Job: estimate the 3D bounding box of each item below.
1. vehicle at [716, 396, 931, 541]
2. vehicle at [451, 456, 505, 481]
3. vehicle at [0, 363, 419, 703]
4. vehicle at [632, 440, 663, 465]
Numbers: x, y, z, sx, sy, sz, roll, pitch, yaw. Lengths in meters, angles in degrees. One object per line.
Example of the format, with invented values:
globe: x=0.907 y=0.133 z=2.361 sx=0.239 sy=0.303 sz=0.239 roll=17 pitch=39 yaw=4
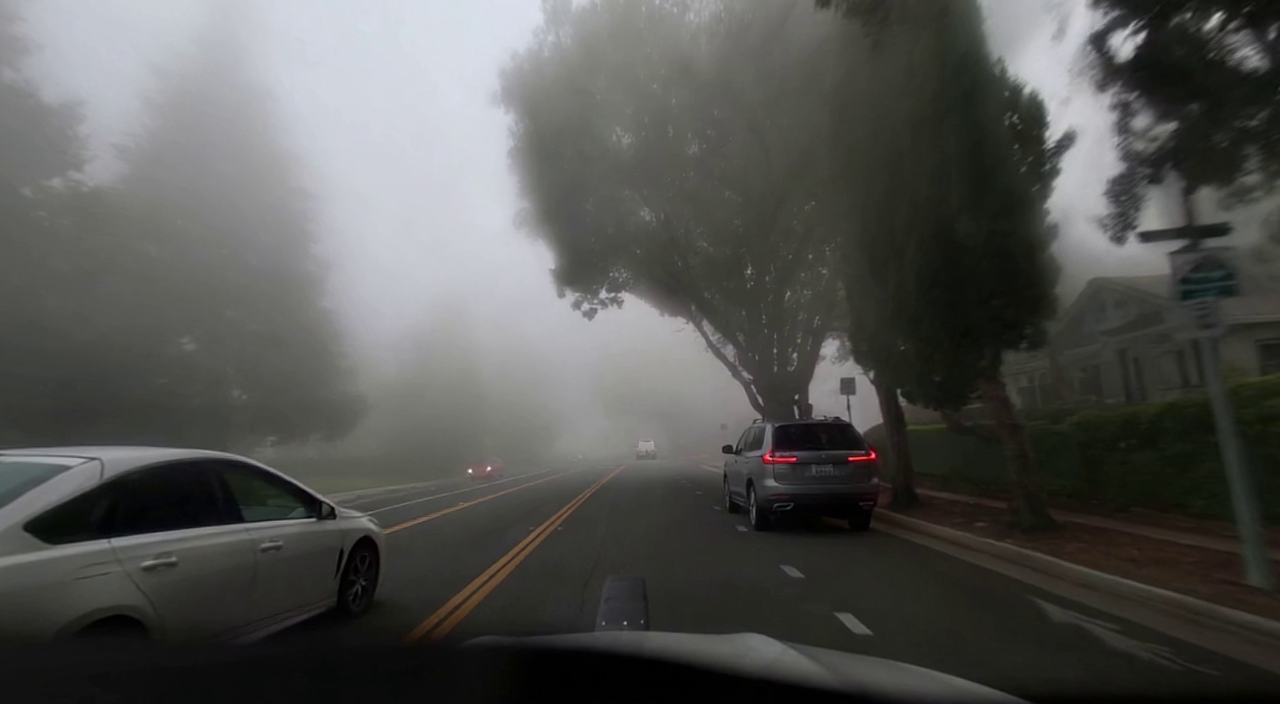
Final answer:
vehicle: x=2.987 y=2.100 z=11.950 sx=2.338 sy=2.063 sz=5.592 roll=0 pitch=-9 yaw=0
vehicle: x=-10.455 y=7.533 z=41.004 sx=1.893 sy=1.441 sz=4.604 roll=-1 pitch=-9 yaw=6
vehicle: x=-3.213 y=1.129 z=3.806 sx=2.058 sy=1.659 sz=4.514 roll=-1 pitch=-9 yaw=1
vehicle: x=0.522 y=7.300 z=45.990 sx=2.138 sy=1.729 sz=4.178 roll=0 pitch=-9 yaw=0
